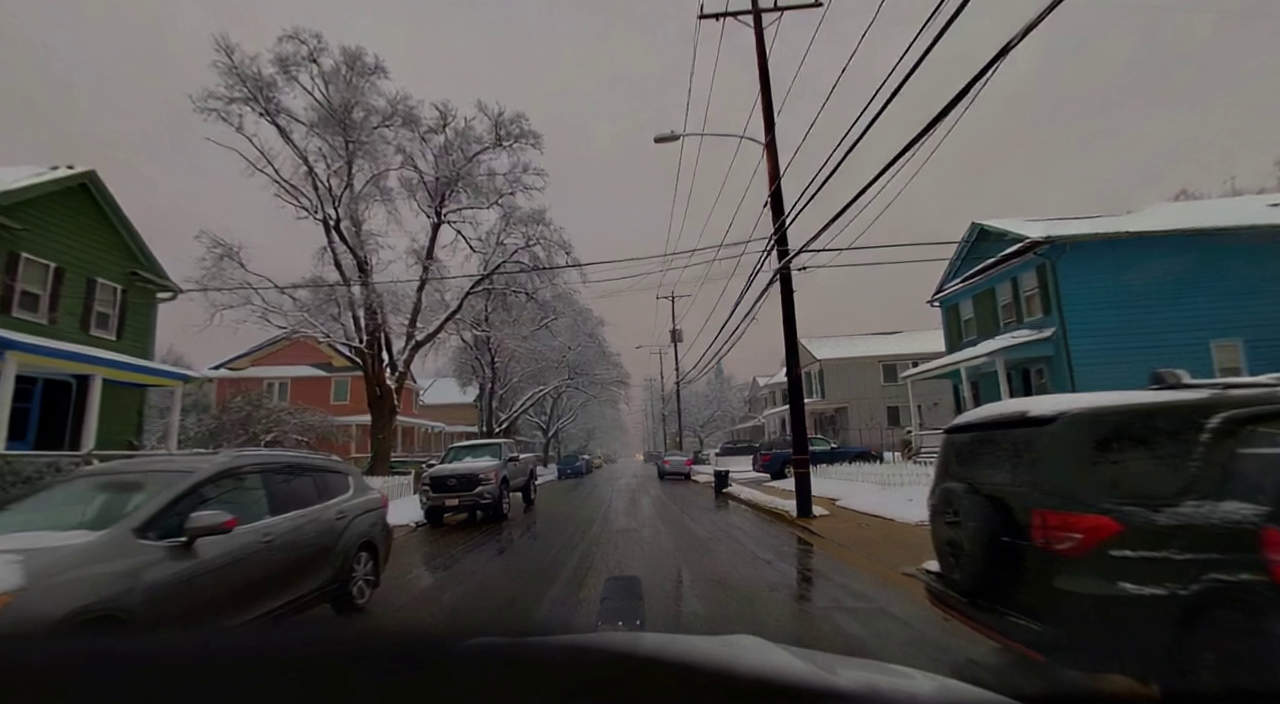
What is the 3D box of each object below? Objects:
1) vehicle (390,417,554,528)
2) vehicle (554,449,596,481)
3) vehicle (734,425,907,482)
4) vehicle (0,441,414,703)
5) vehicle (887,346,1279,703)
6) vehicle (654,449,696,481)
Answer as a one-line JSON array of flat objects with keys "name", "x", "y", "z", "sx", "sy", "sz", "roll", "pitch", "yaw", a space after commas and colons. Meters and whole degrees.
[{"name": "vehicle", "x": -3.747, "y": 2.784, "z": 15.387, "sx": 2.399, "sy": 2.085, "sz": 5.589, "roll": -3, "pitch": -8, "yaw": 0}, {"name": "vehicle", "x": -4.321, "y": 7.601, "z": 42.719, "sx": 2.204, "sy": 1.655, "sz": 4.813, "roll": -8, "pitch": -8, "yaw": -1}, {"name": "vehicle", "x": 6.795, "y": 3.883, "z": 24.345, "sx": 5.974, "sy": 2.066, "sz": 2.152, "roll": 0, "pitch": -8, "yaw": -1}, {"name": "vehicle", "x": -3.388, "y": 1.384, "z": 3.863, "sx": 2.071, "sy": 1.485, "sz": 4.610, "roll": -5, "pitch": -8, "yaw": 3}, {"name": "vehicle", "x": 3.466, "y": 0.953, "z": 3.431, "sx": 1.884, "sy": 1.809, "sz": 4.139, "roll": -1, "pitch": -7, "yaw": -11}, {"name": "vehicle", "x": 1.919, "y": 6.379, "z": 35.988, "sx": 2.043, "sy": 1.631, "sz": 4.613, "roll": 0, "pitch": -8, "yaw": -1}]
